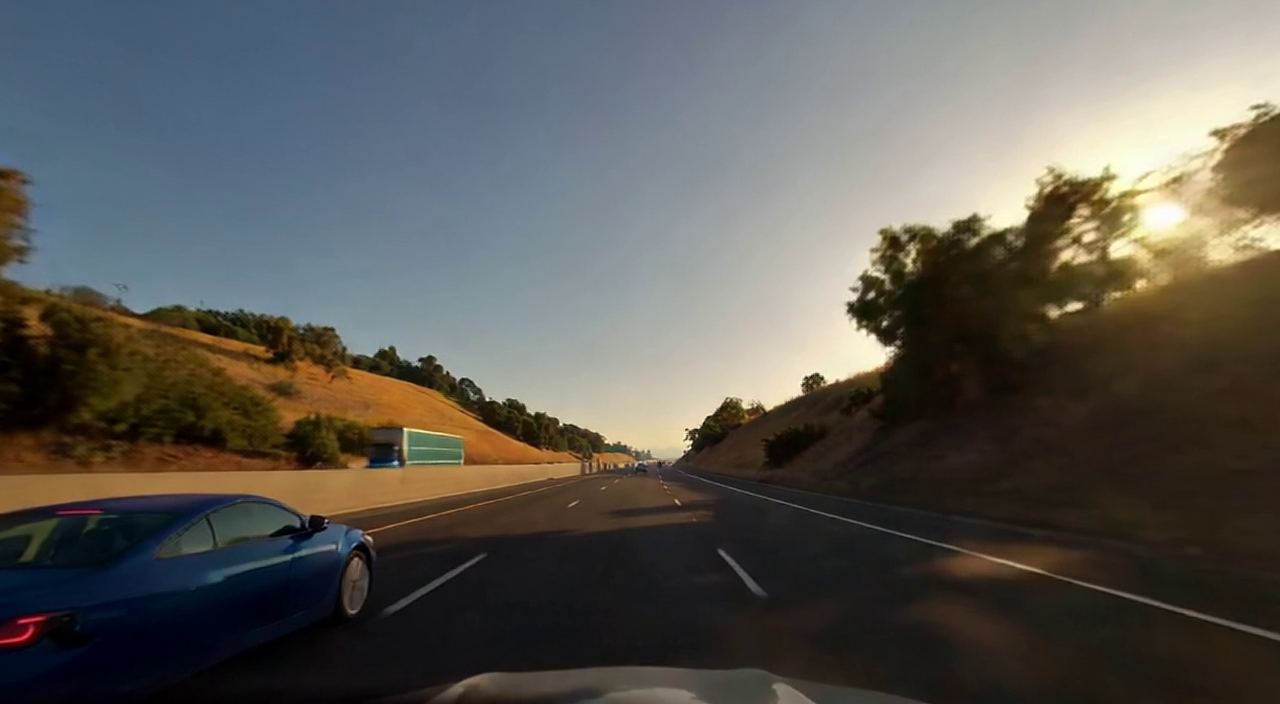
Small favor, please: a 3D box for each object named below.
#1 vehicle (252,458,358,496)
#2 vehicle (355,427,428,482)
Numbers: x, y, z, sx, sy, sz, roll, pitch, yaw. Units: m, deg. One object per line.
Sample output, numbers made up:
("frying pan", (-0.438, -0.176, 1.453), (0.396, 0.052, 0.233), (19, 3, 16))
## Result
("vehicle", (-14.670, 5.530, 27.959), (1.909, 1.501, 4.809), (0, -11, 2))
("vehicle", (-19.333, 8.103, 49.461), (2.984, 3.962, 5.856), (0, -11, 2))
